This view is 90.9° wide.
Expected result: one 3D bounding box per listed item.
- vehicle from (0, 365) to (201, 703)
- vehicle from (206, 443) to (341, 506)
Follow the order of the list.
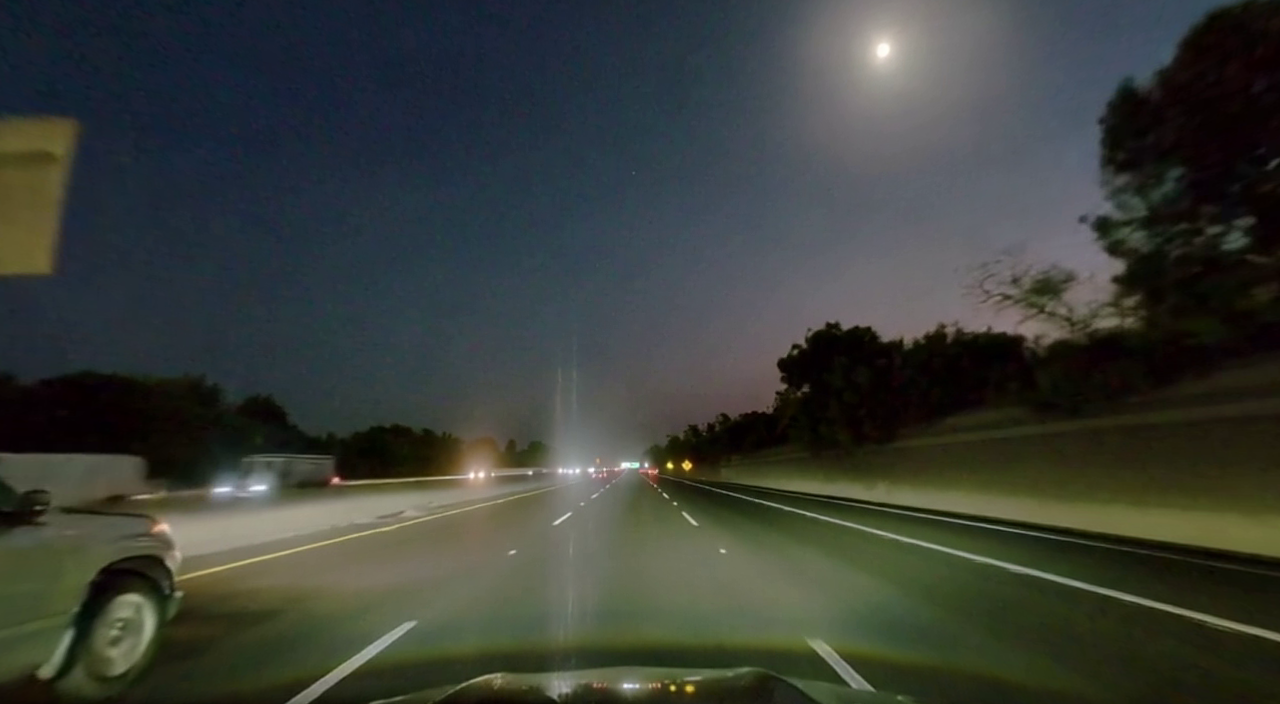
[{"bbox_3d":[-4.283,0.732,2.039,2.178,1.736,4.847,1,-10,0],"label":"vehicle"},{"bbox_3d":[-16.228,5.517,28.510,2.322,2.465,6.289,1,-10,-1],"label":"vehicle"}]
